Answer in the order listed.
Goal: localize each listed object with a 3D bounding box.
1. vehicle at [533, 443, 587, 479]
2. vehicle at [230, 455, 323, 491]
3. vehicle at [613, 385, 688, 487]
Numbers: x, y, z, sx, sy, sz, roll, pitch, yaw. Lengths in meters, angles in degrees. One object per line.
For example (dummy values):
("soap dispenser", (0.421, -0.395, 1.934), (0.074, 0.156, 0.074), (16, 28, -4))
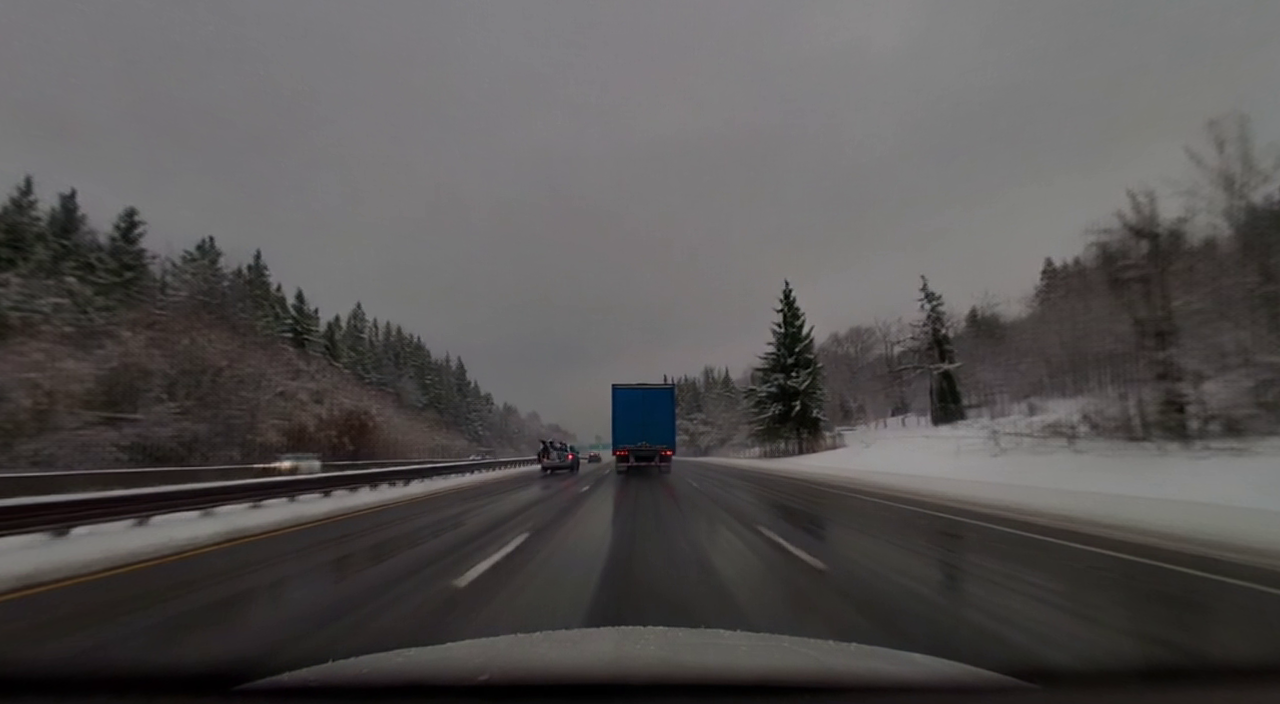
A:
("vehicle", (-3.880, 5.386, 31.409), (2.018, 1.632, 4.722), (0, -9, 1))
("vehicle", (-16.230, 5.398, 28.351), (1.779, 1.438, 3.897), (0, -9, 1))
("vehicle", (0.470, 3.870, 28.380), (2.821, 3.878, 8.925), (0, -9, 1))
